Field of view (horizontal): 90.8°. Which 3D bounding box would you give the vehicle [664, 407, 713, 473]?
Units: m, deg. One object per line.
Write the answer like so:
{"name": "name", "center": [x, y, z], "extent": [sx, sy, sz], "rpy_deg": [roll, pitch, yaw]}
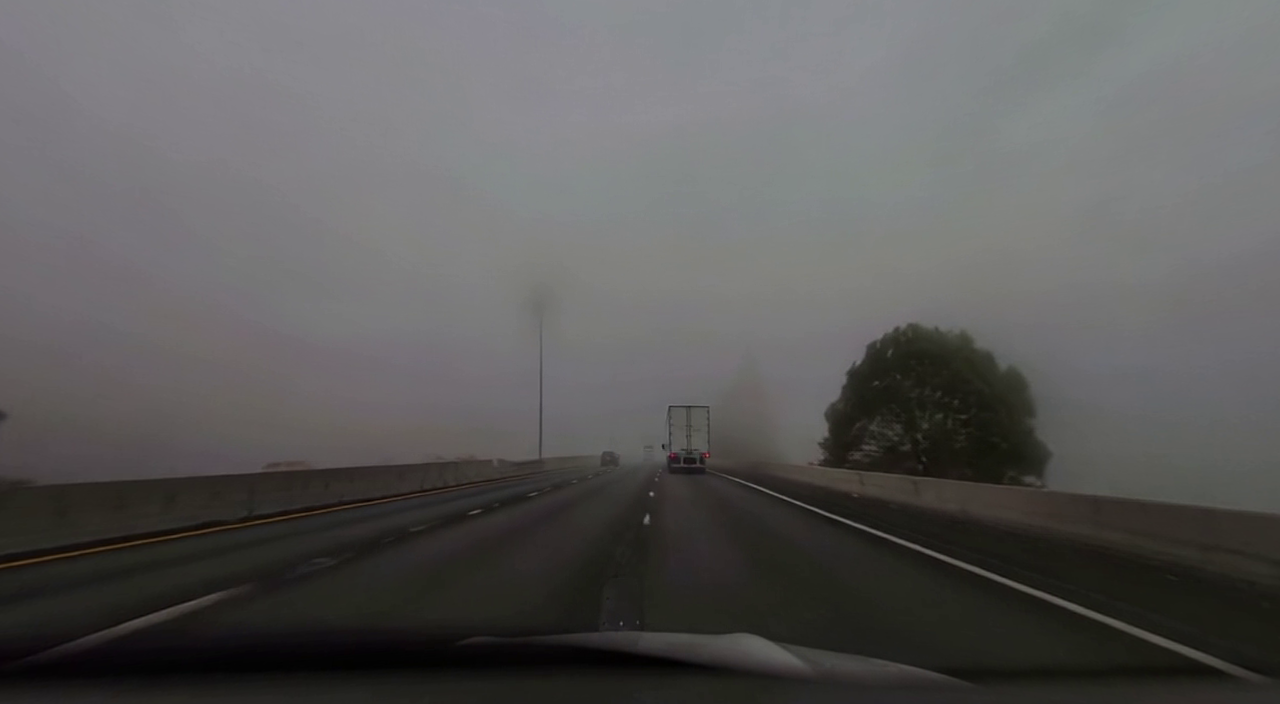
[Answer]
{"name": "vehicle", "center": [3.215, 6.526, 45.659], "extent": [2.901, 4.032, 14.338], "rpy_deg": [0, -9, 2]}
